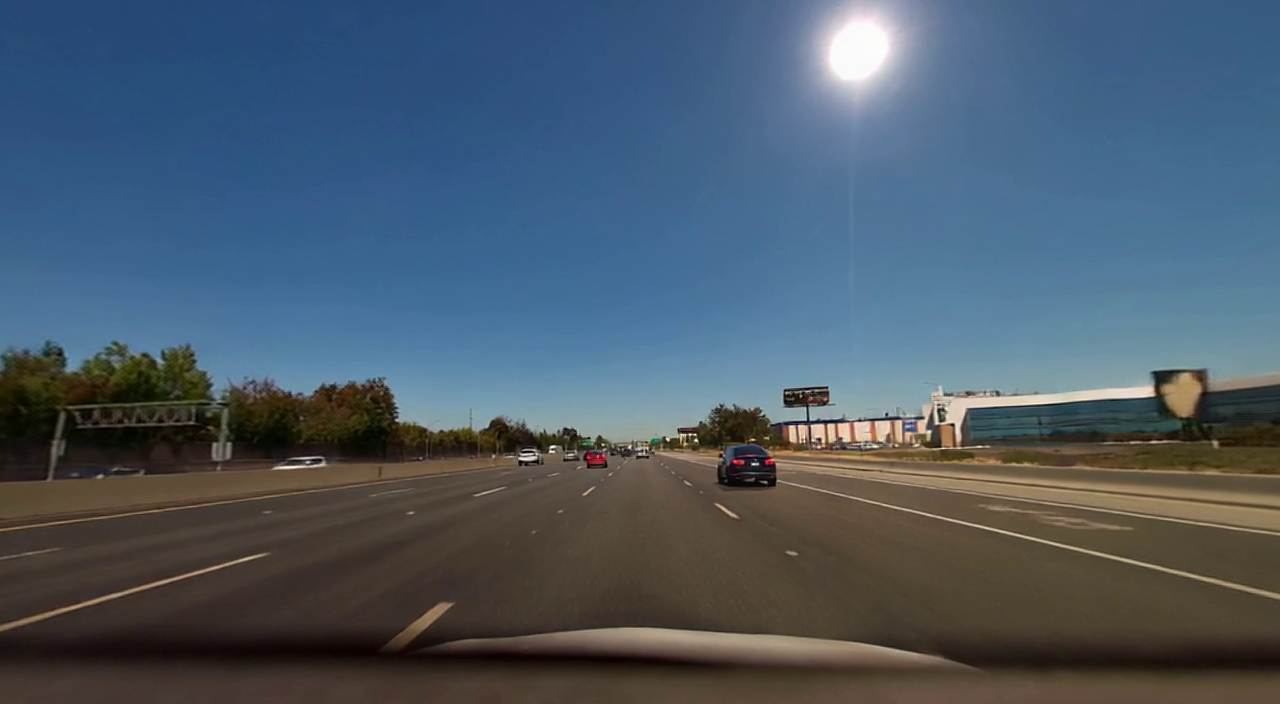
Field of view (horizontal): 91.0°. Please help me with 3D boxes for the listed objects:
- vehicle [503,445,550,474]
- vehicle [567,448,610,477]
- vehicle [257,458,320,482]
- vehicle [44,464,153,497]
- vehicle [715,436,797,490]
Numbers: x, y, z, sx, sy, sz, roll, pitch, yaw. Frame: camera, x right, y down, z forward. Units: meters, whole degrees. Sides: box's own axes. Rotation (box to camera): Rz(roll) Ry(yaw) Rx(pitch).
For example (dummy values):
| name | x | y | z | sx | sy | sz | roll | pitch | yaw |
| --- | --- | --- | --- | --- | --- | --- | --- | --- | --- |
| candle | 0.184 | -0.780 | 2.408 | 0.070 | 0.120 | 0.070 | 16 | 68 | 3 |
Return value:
| name | x | y | z | sx | sy | sz | roll | pitch | yaw |
| --- | --- | --- | --- | --- | --- | --- | --- | --- | --- |
| vehicle | -7.446 | 7.115 | 41.807 | 2.112 | 1.813 | 4.716 | -1 | -9 | 1 |
| vehicle | -2.931 | 6.415 | 36.810 | 2.139 | 1.510 | 4.506 | 0 | -9 | 1 |
| vehicle | -27.446 | 9.188 | 49.375 | 1.996 | 1.683 | 5.125 | 0 | -9 | -1 |
| vehicle | -31.736 | 7.530 | 37.162 | 1.905 | 1.634 | 5.113 | 0 | -9 | 0 |
| vehicle | 4.151 | 4.070 | 23.425 | 2.109 | 1.764 | 4.704 | 0 | -9 | 0 |
